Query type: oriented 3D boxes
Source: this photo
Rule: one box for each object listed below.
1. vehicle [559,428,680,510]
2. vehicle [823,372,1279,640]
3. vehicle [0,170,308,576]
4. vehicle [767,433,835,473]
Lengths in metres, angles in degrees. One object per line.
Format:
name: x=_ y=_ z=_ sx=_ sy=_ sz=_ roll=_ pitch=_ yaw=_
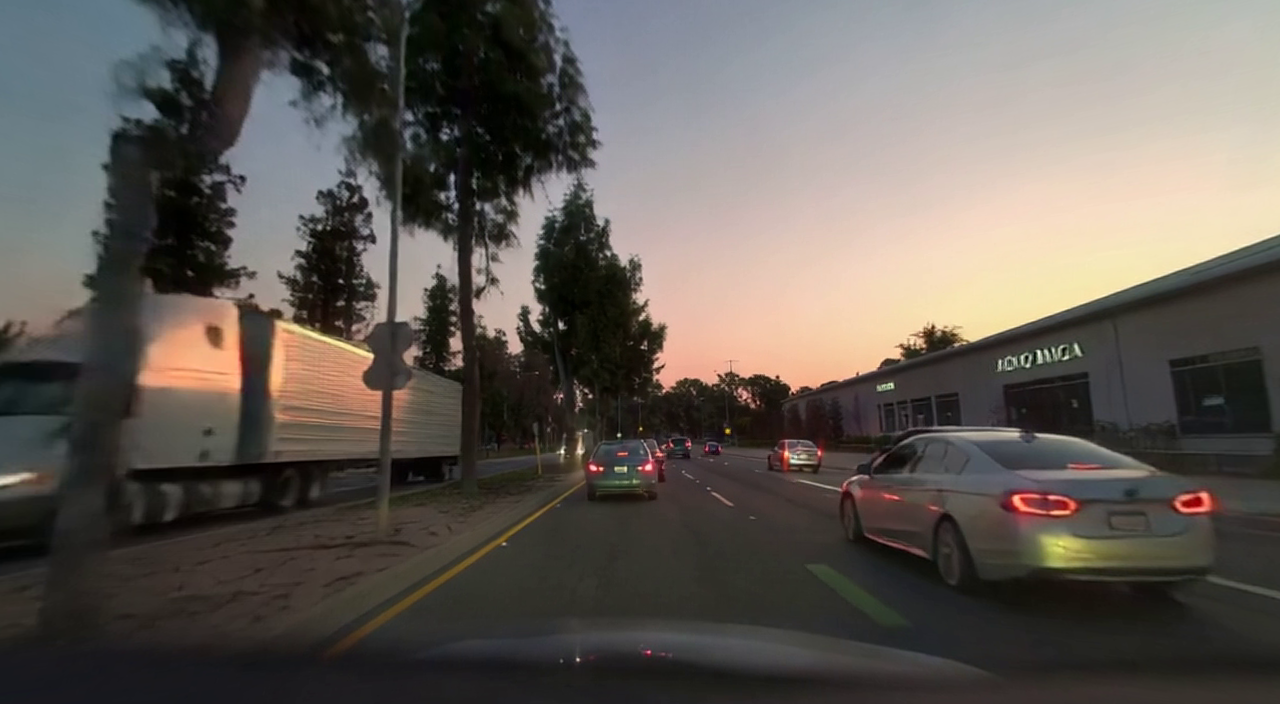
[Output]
vehicle: x=-0.404 y=2.545 z=14.071 sx=2.315 sy=1.563 sz=4.080 roll=0 pitch=-9 yaw=0
vehicle: x=3.635 y=1.350 z=6.484 sx=2.090 sy=1.763 sz=4.560 roll=0 pitch=-9 yaw=0
vehicle: x=-8.198 y=0.549 z=8.757 sx=3.021 sy=4.215 sz=7.024 roll=0 pitch=-9 yaw=1
vehicle: x=7.693 y=4.873 z=30.437 sx=2.090 sy=1.768 sz=4.407 roll=0 pitch=-9 yaw=0
